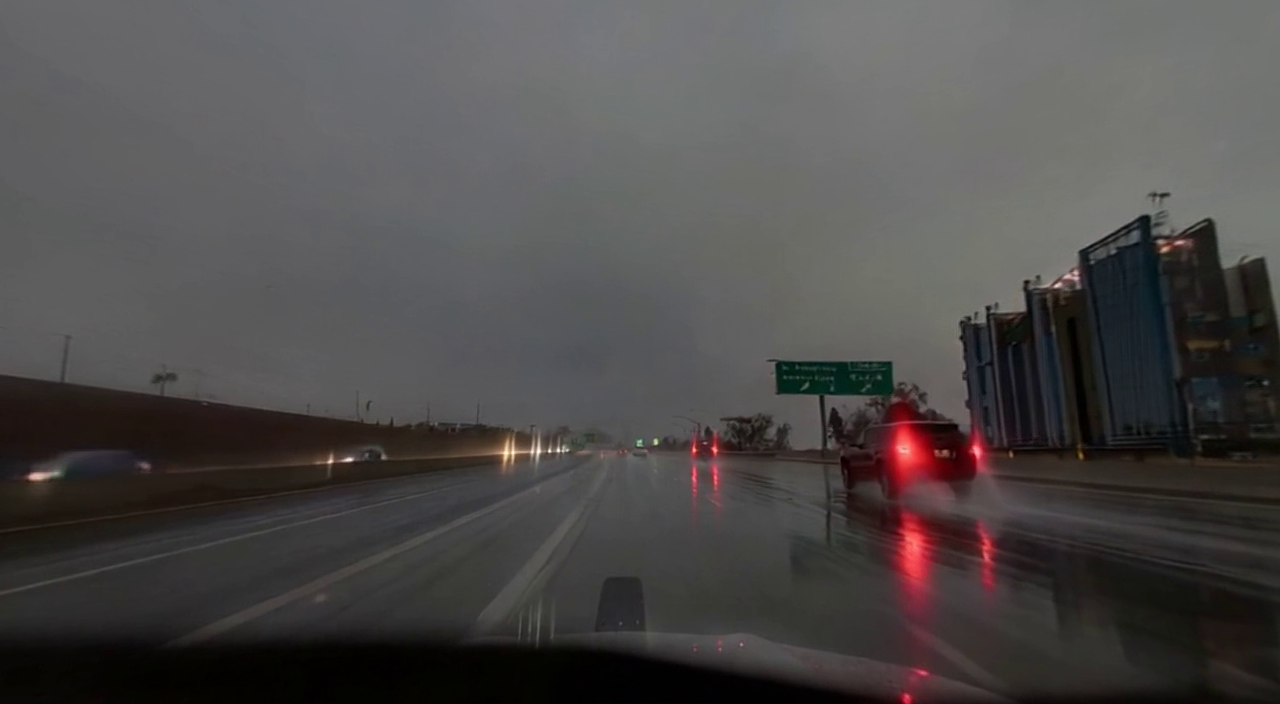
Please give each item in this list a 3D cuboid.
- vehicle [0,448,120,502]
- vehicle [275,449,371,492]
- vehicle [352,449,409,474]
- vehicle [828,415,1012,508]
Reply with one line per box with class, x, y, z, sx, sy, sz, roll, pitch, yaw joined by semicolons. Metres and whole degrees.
vehicle;-20.348;4.042;21.147;1.987;1.598;4.611;0;-9;-1
vehicle;-13.855;5.150;27.944;1.958;1.689;4.544;0;-9;-1
vehicle;-17.906;7.539;43.829;2.079;1.623;4.775;0;-9;-2
vehicle;6.702;2.698;15.950;2.181;1.952;4.973;0;-9;-2
